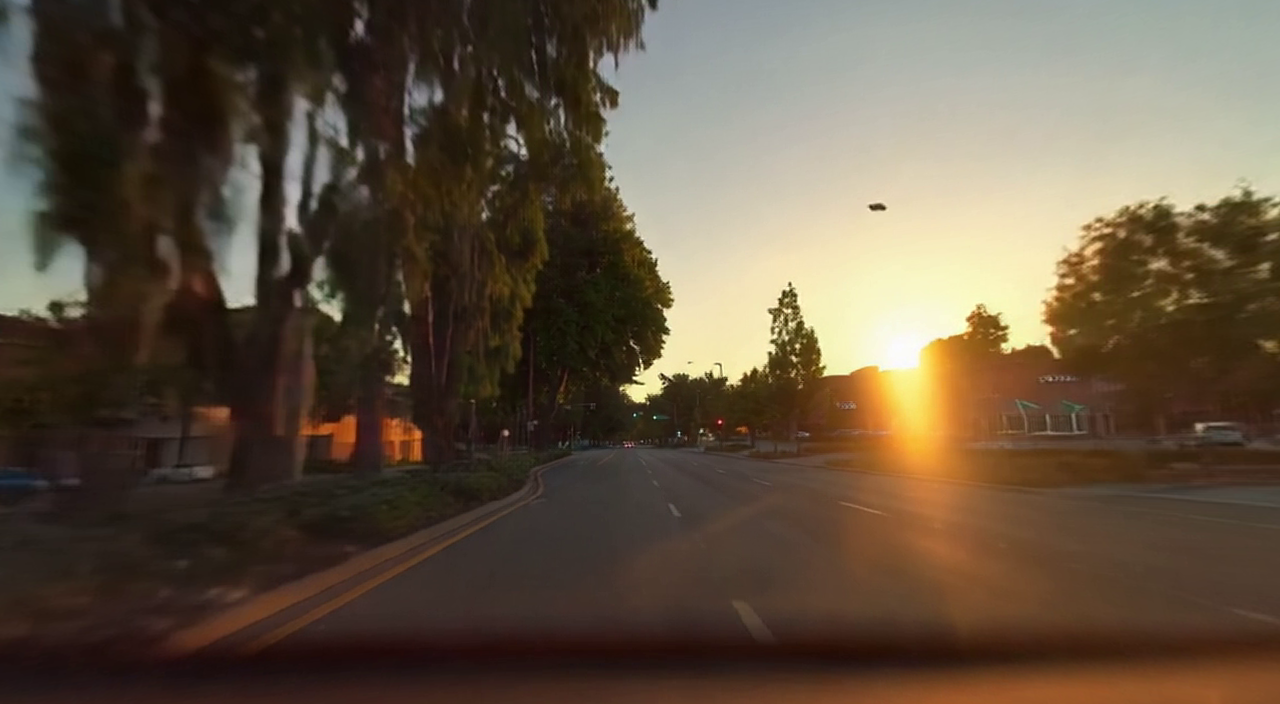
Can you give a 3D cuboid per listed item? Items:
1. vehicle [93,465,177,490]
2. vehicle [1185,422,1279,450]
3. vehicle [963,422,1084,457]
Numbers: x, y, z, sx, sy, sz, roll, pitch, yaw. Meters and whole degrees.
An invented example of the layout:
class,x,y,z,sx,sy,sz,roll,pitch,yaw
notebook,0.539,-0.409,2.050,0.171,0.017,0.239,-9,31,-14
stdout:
class,x,y,z,sx,sy,sz,roll,pitch,yaw
vehicle,-31.549,7.833,39.514,3.684,1.388,1.808,0,-9,0
vehicle,32.324,4.568,34.180,1.716,1.424,4.210,0,-9,-3
vehicle,18.932,4.344,31.336,4.688,1.658,1.950,0,-9,-1
